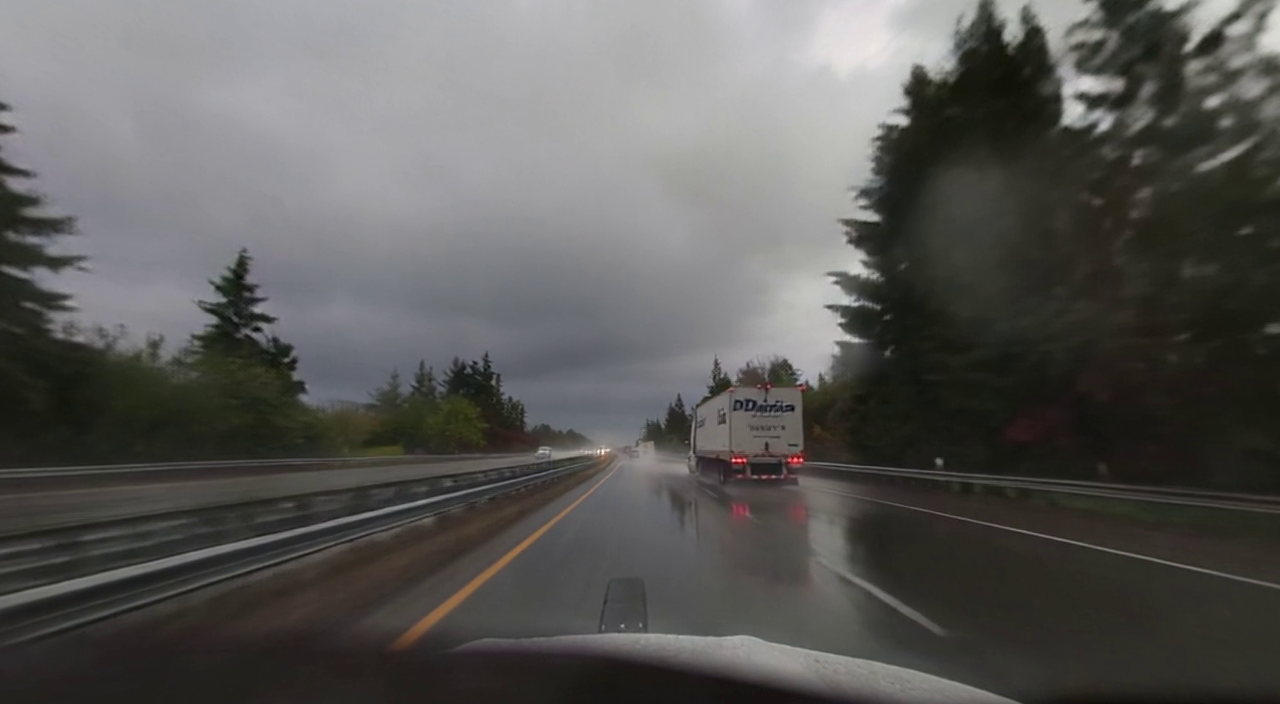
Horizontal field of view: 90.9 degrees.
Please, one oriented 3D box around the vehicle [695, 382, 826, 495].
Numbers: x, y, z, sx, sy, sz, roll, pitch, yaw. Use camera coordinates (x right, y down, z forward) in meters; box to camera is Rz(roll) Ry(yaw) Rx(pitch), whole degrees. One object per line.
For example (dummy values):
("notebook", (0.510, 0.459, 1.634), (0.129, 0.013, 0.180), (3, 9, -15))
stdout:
("vehicle", (4.175, 3.526, 25.042), (2.876, 3.419, 11.591), (0, -9, 0))
